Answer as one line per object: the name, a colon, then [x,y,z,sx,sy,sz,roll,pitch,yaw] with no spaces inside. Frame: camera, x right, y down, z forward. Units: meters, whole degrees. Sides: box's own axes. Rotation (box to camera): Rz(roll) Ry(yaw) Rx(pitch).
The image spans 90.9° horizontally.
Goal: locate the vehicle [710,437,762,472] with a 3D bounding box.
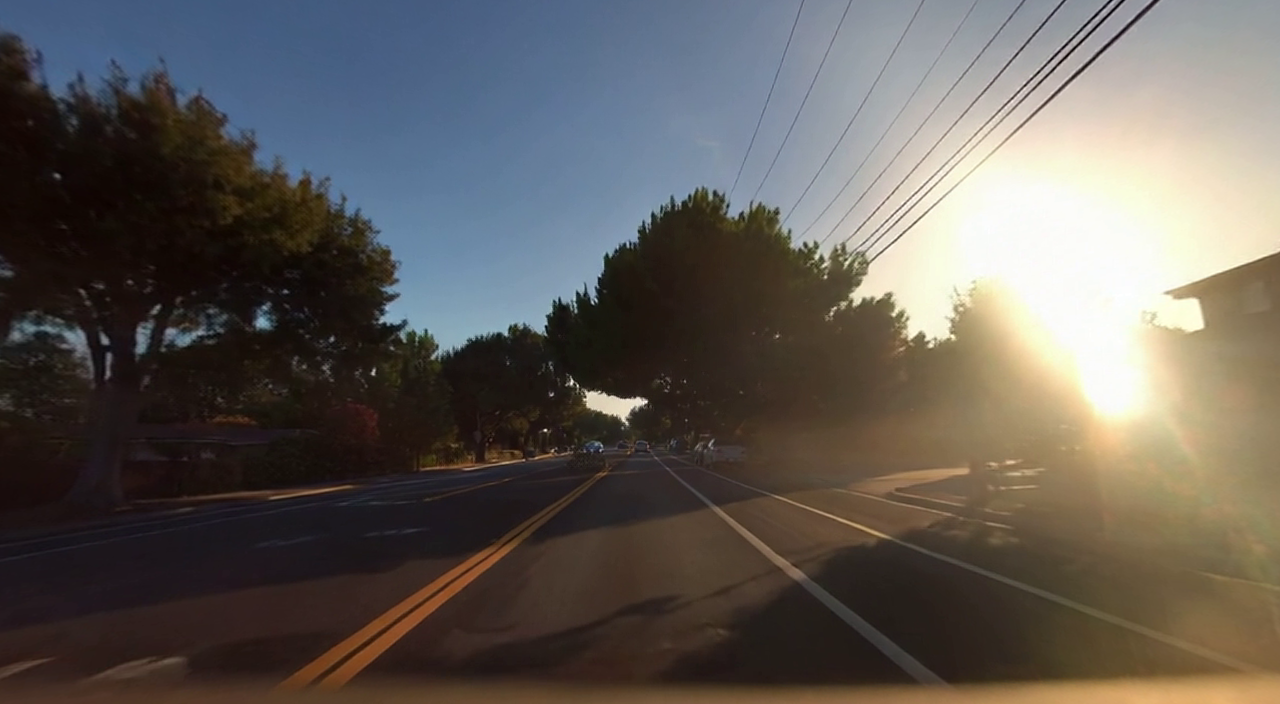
vehicle: [5.298,5.774,35.525,2.160,1.800,4.646,0,-9,-1]
